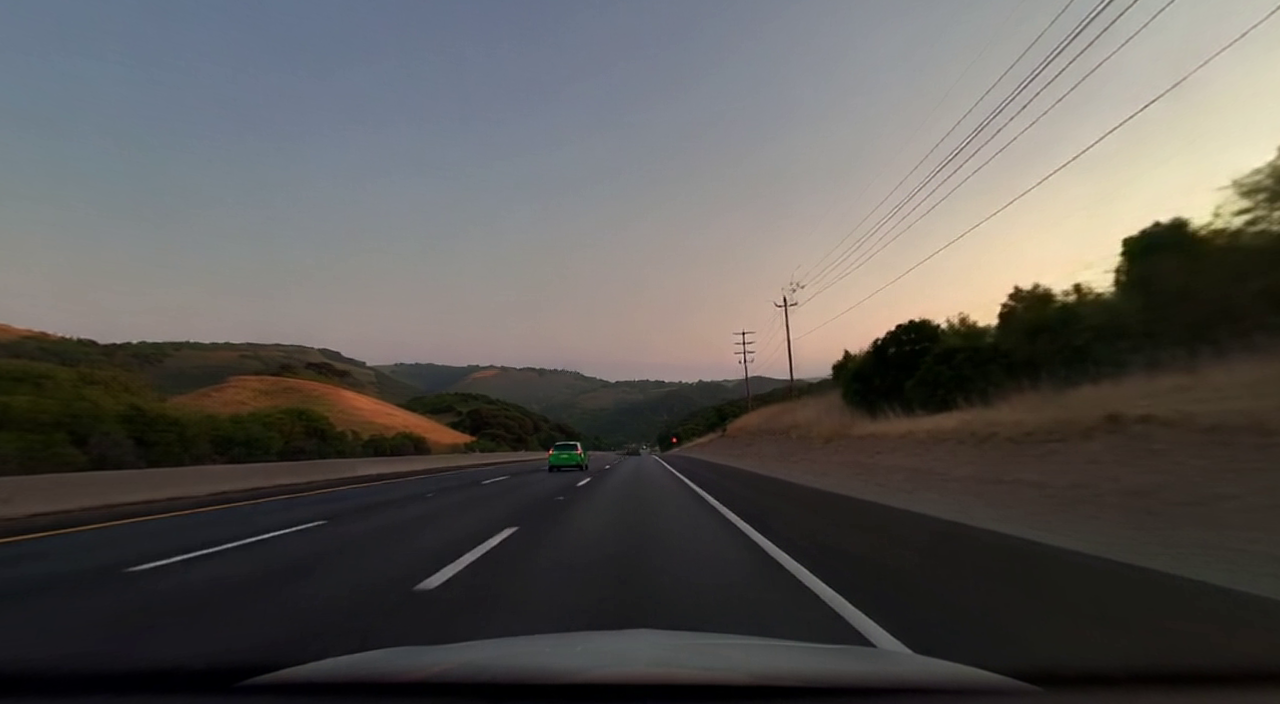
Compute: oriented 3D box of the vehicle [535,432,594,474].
[{"bbox_3d":[-3.482,4.778,30.041,2.136,1.845,4.515,0,-8,1],"label":"vehicle"}]
